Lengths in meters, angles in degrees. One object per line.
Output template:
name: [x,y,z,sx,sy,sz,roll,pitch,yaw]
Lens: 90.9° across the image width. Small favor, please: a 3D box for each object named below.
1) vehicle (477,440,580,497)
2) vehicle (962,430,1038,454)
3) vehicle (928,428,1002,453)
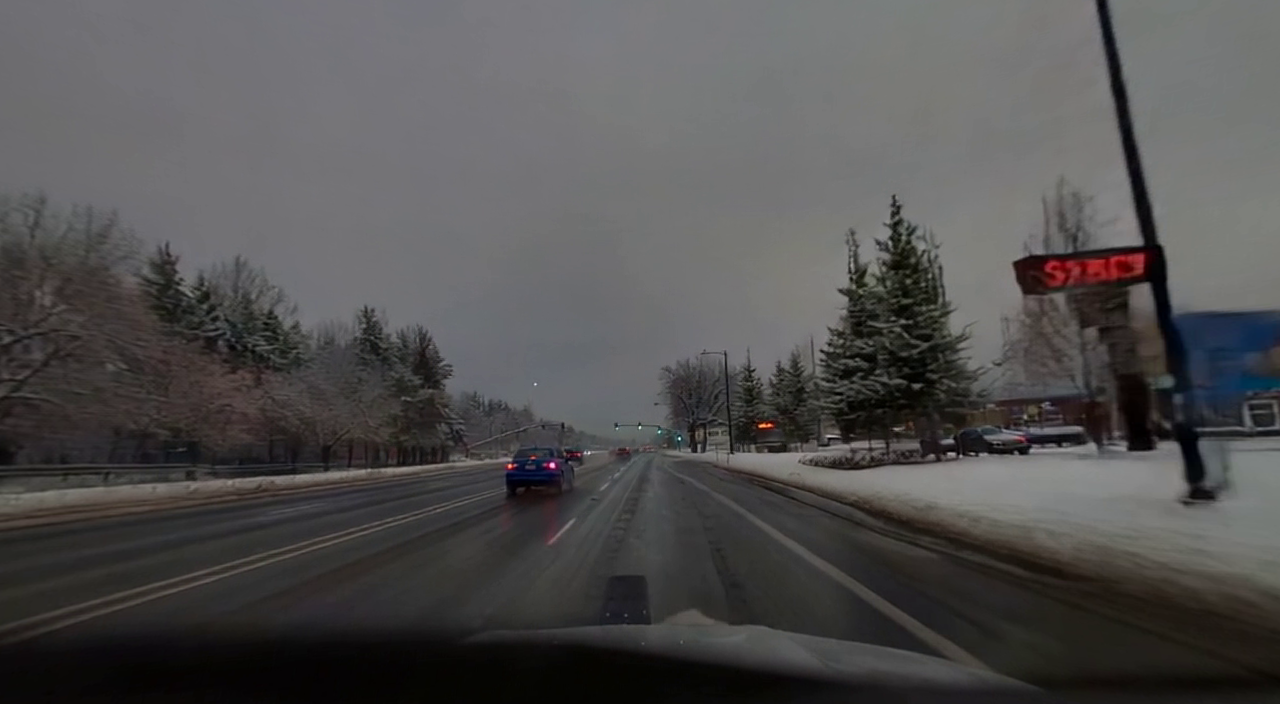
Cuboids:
vehicle: [-3.150,3.397,18.796,2.152,1.479,4.394,0,-9,1]
vehicle: [25.467,6.379,44.639,4.222,1.450,1.766,-3,-8,-1]
vehicle: [25.393,6.922,49.317,4.643,1.852,1.978,0,-9,0]
